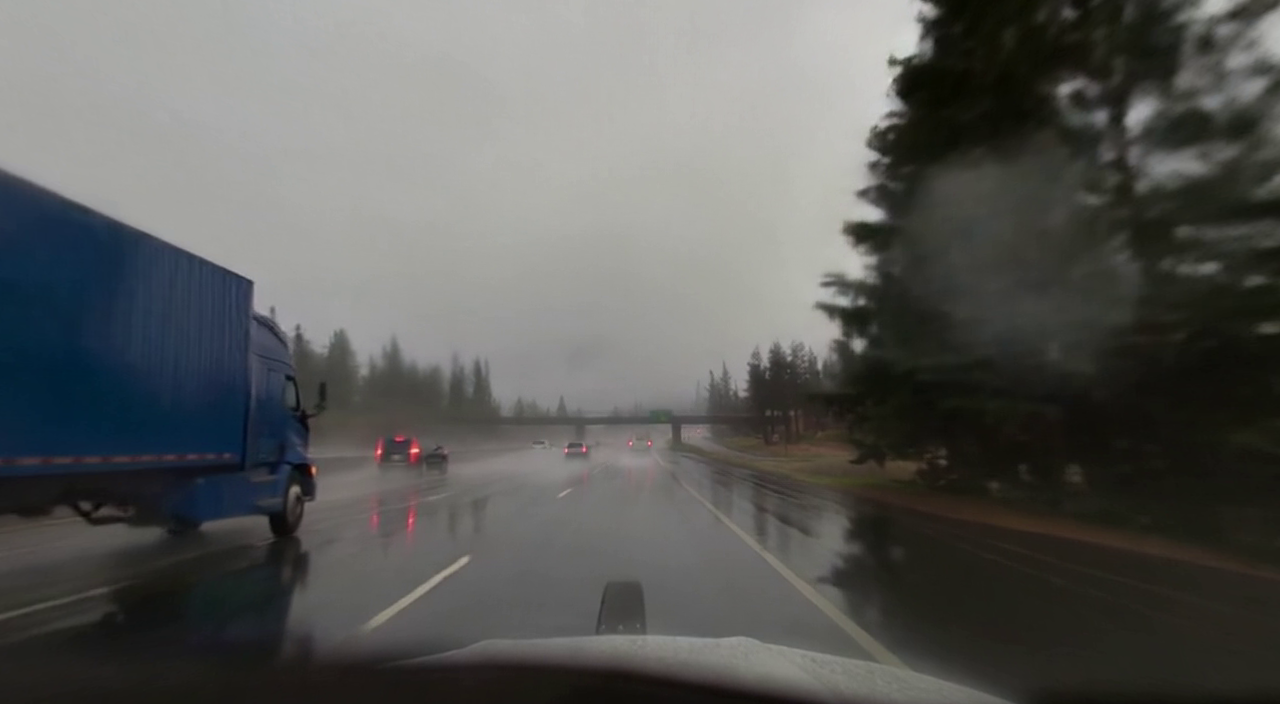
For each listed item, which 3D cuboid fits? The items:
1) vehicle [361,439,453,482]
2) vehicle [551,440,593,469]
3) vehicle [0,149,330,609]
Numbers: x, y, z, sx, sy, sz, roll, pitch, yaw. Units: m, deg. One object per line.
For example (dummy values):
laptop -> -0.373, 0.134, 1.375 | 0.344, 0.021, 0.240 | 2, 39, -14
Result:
vehicle -> -10.478, 4.911, 28.897 | 2.146, 1.764, 5.510 | 0, -9, 0
vehicle -> -4.138, 6.290, 38.866 | 2.094, 1.695, 4.260 | 0, -9, 0
vehicle -> -7.089, 0.282, 5.675 | 3.303, 3.868, 10.298 | 0, -9, 0
